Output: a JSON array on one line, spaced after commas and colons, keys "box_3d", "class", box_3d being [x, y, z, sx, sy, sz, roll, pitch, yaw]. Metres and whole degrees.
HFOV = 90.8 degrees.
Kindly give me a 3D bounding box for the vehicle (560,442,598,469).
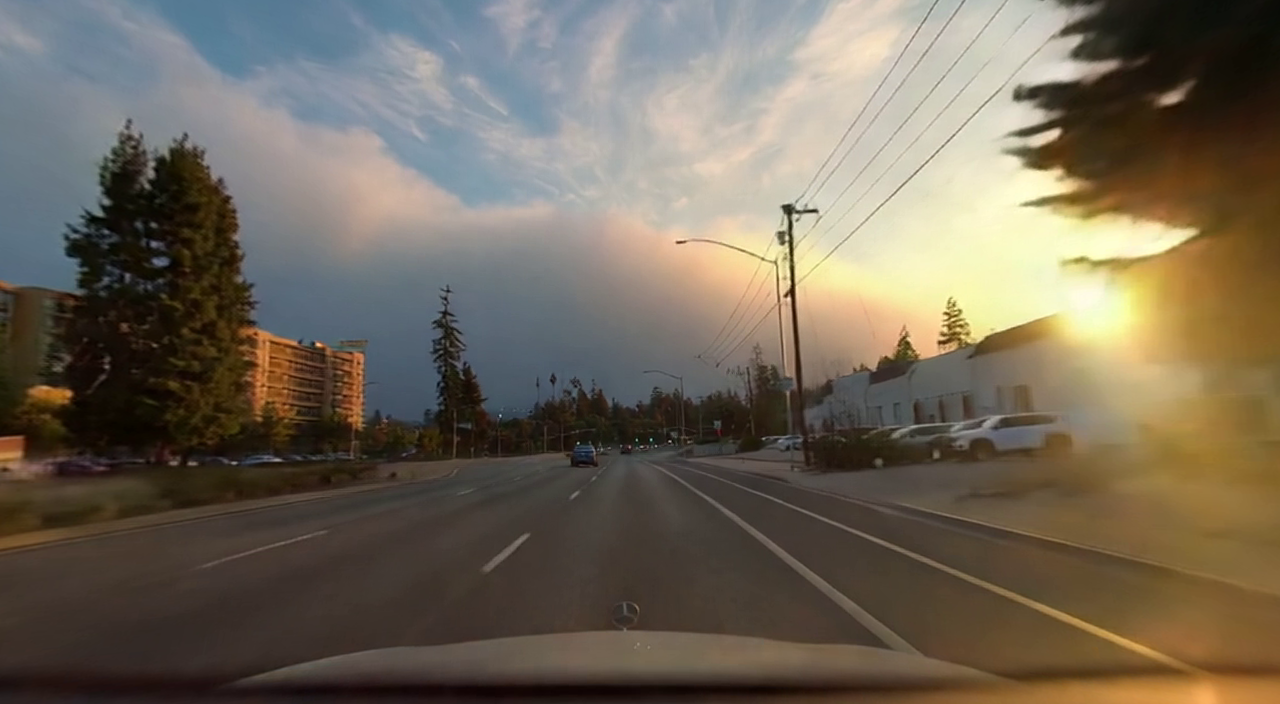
[{"box_3d": [-3.953, 6.790, 41.441, 2.121, 1.654, 3.993, 0, -9, -1], "class": "vehicle"}]
